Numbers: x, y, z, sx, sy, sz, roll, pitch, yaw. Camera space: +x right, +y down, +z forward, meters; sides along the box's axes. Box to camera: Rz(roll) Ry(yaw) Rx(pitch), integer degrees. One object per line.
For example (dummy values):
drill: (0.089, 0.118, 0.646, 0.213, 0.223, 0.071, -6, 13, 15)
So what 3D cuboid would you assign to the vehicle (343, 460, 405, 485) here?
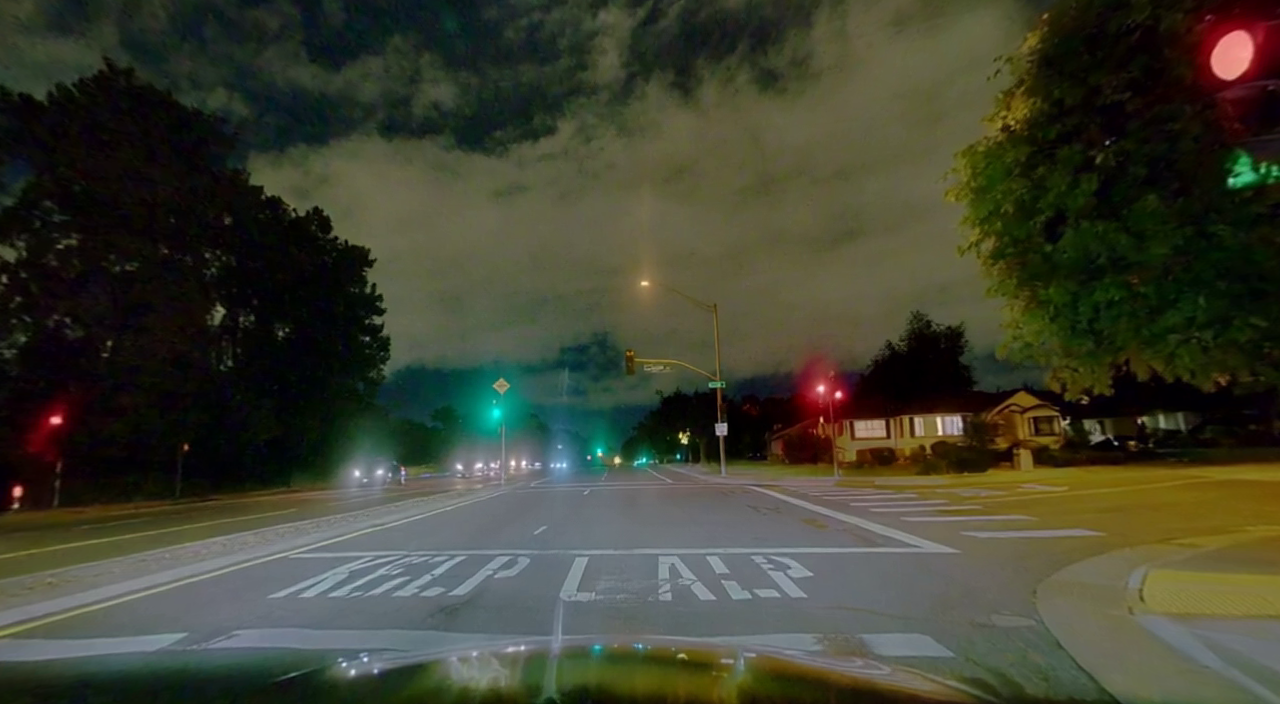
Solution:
vehicle: (-17.497, 7.933, 41.810, 2.108, 1.480, 4.707, 0, -9, -1)
